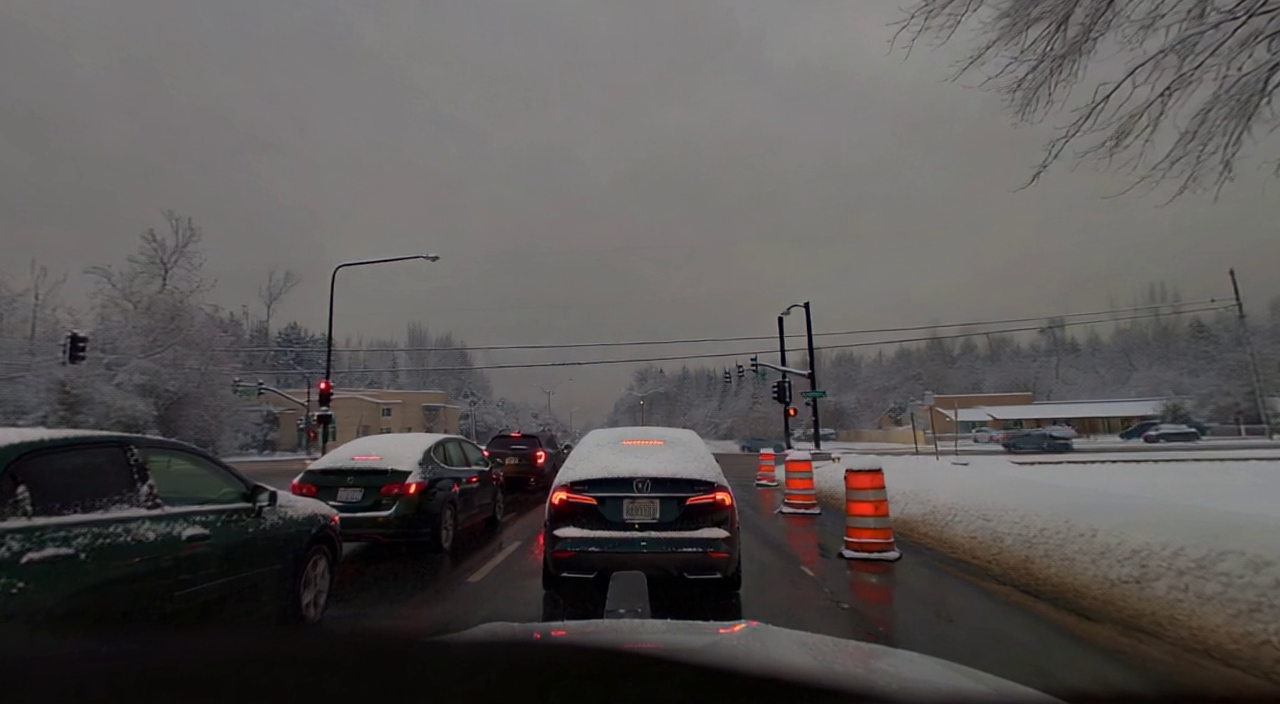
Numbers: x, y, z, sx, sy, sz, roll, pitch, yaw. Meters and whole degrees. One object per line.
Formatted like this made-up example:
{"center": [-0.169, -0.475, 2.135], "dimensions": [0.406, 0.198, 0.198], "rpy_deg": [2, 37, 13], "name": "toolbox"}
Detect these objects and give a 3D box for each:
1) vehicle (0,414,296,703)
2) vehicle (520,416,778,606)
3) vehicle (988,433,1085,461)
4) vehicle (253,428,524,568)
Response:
{"center": [-3.582, 0.943, 2.150], "dimensions": [2.064, 1.497, 4.722], "rpy_deg": [0, -9, 1], "name": "vehicle"}
{"center": [0.116, 1.620, 7.213], "dimensions": [2.167, 1.560, 3.676], "rpy_deg": [0, -9, 1], "name": "vehicle"}
{"center": [25.552, 6.150, 40.681], "dimensions": [4.827, 1.729, 1.986], "rpy_deg": [0, -9, 1], "name": "vehicle"}
{"center": [-3.267, 1.995, 9.458], "dimensions": [1.989, 1.541, 4.626], "rpy_deg": [0, -9, 2], "name": "vehicle"}
